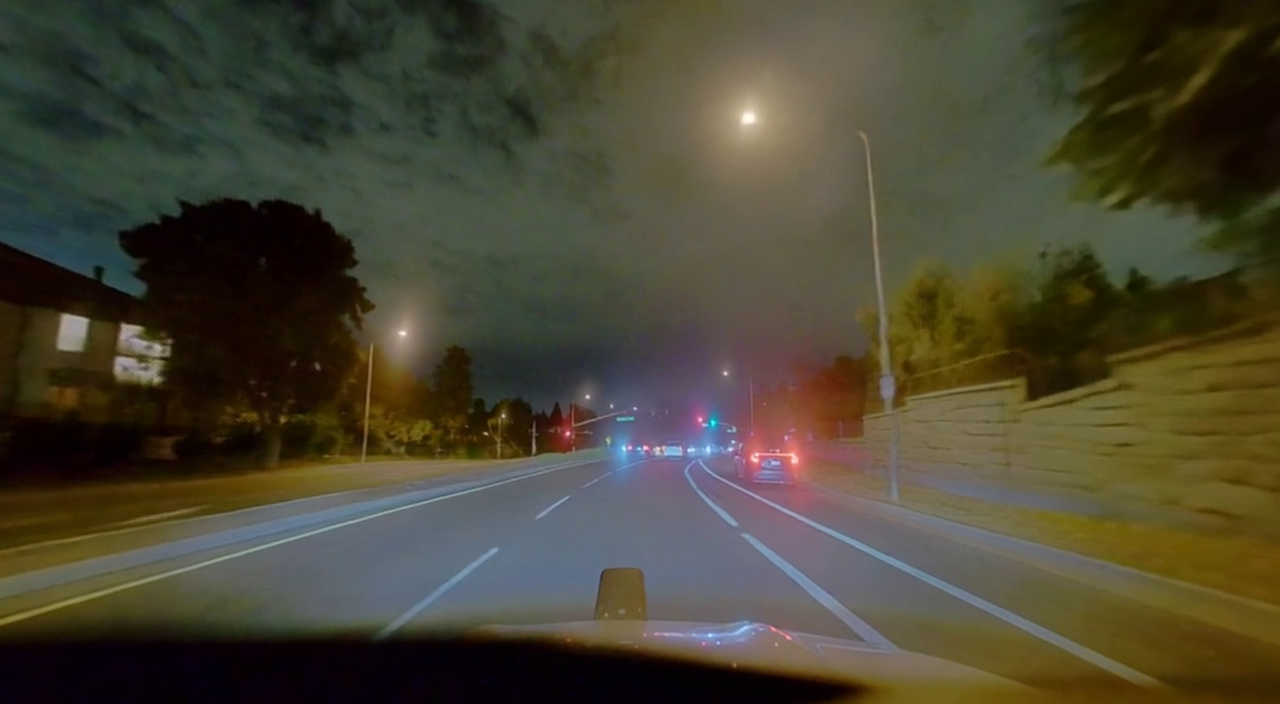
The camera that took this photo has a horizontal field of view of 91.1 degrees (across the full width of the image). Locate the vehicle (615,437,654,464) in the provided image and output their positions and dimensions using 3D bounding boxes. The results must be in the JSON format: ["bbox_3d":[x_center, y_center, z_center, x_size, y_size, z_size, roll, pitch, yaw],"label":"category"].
[{"bbox_3d":[-0.346,7.246,46.266,2.152,1.822,4.391,-1,-9,10],"label":"vehicle"}]
